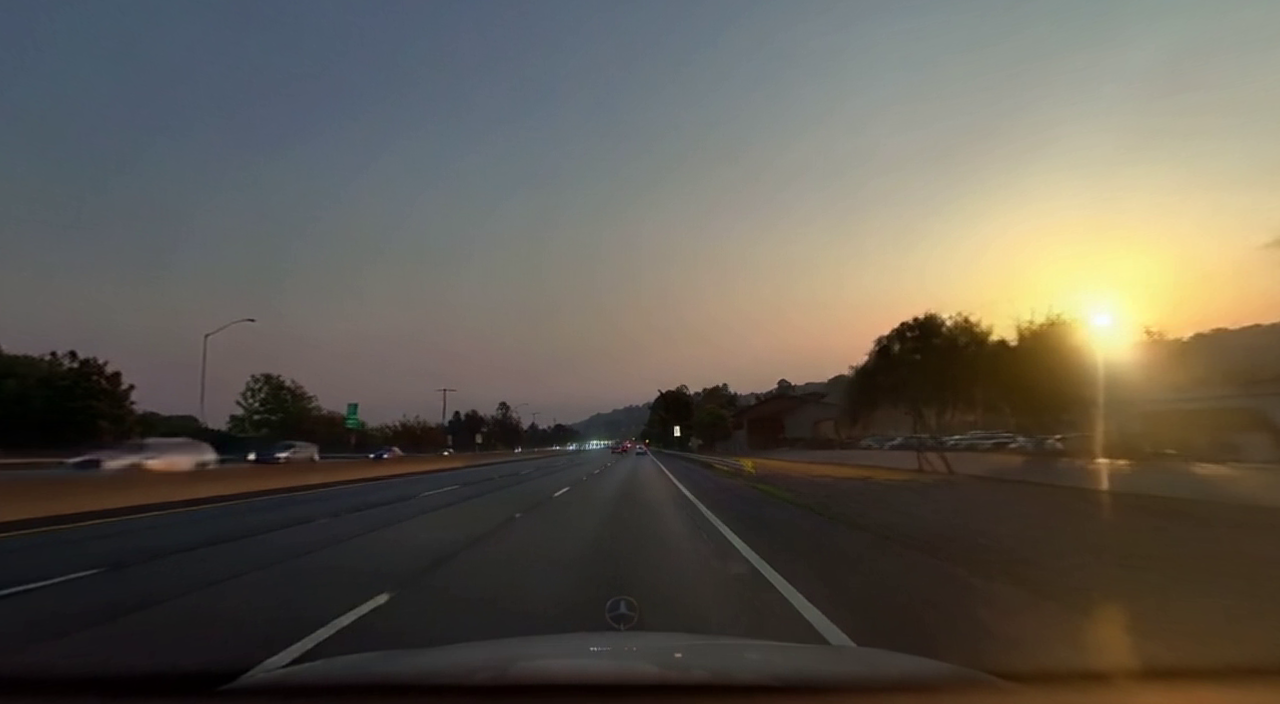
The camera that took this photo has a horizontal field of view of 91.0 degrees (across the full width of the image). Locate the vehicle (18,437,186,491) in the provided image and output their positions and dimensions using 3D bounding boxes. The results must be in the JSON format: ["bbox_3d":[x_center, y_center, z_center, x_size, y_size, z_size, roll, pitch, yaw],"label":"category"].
[{"bbox_3d":[-19.396,4.039,23.066,2.064,1.750,4.641,0,-9,-1],"label":"vehicle"}]

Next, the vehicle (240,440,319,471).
[{"bbox_3d":[-23.160,6.668,40.674,2.105,1.887,4.821,0,-9,1],"label":"vehicle"}]
